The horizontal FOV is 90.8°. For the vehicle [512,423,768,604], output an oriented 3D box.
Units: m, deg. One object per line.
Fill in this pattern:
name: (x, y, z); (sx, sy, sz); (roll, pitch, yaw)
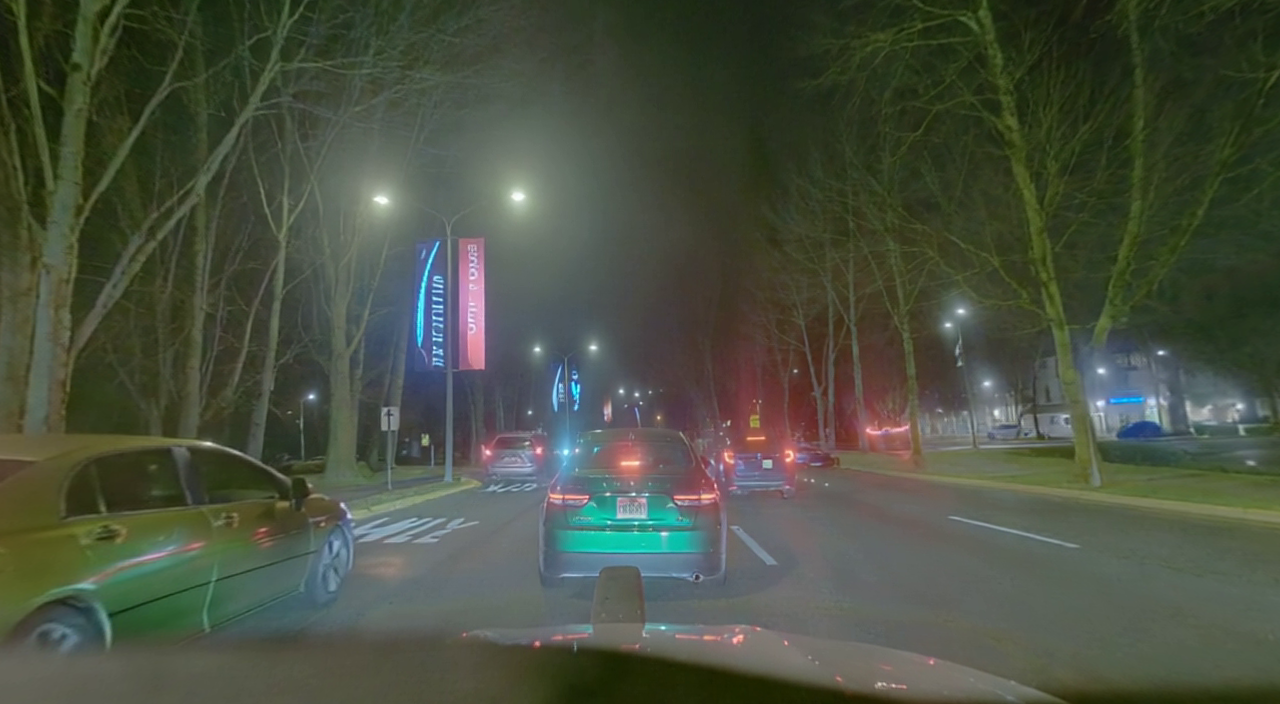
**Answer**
vehicle: (-0.059, 1.635, 7.302); (2.126, 1.475, 3.967); (0, -8, -2)

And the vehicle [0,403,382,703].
vehicle: (-3.499, 1.156, 3.859); (1.961, 1.487, 4.453); (0, -8, 0)
